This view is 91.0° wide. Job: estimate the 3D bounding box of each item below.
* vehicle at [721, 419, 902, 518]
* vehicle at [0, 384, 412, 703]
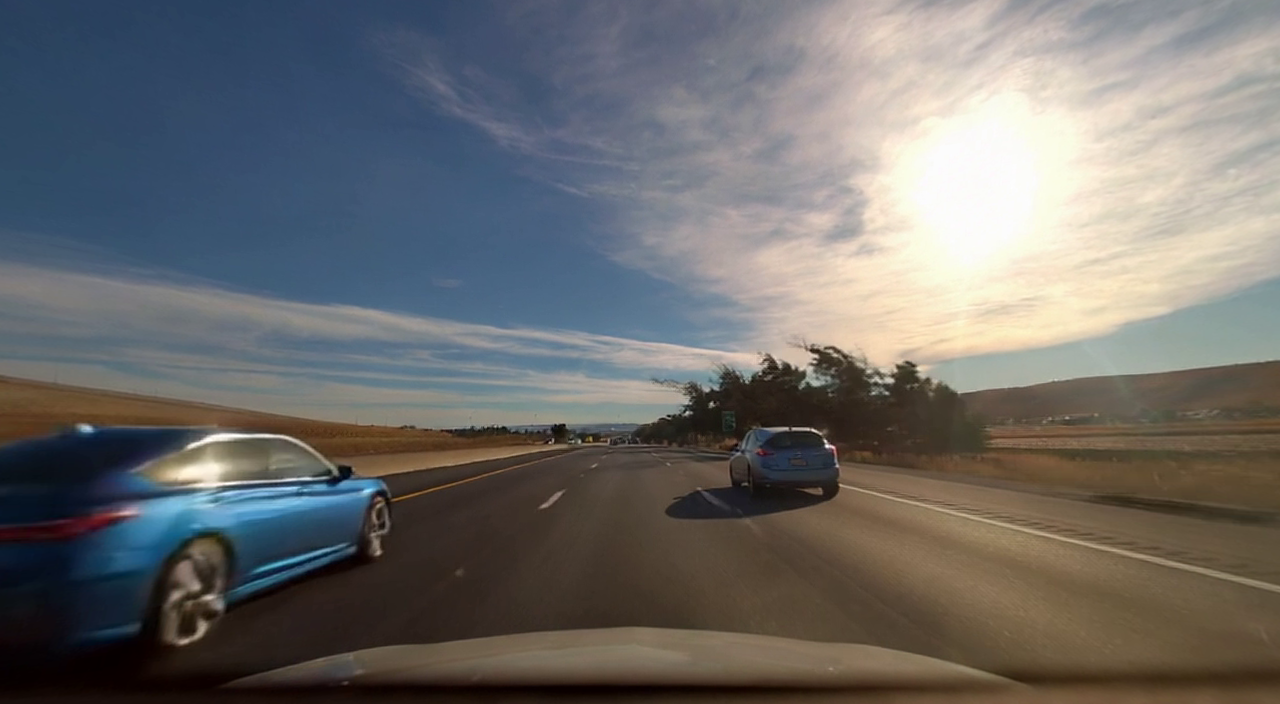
[{"bbox_3d":[3.176,2.274,12.801,2.349,1.651,4.161,0,-8,-2],"label":"vehicle"},{"bbox_3d":[-3.700,1.256,4.962,2.206,1.604,4.374,0,-8,-1],"label":"vehicle"}]
